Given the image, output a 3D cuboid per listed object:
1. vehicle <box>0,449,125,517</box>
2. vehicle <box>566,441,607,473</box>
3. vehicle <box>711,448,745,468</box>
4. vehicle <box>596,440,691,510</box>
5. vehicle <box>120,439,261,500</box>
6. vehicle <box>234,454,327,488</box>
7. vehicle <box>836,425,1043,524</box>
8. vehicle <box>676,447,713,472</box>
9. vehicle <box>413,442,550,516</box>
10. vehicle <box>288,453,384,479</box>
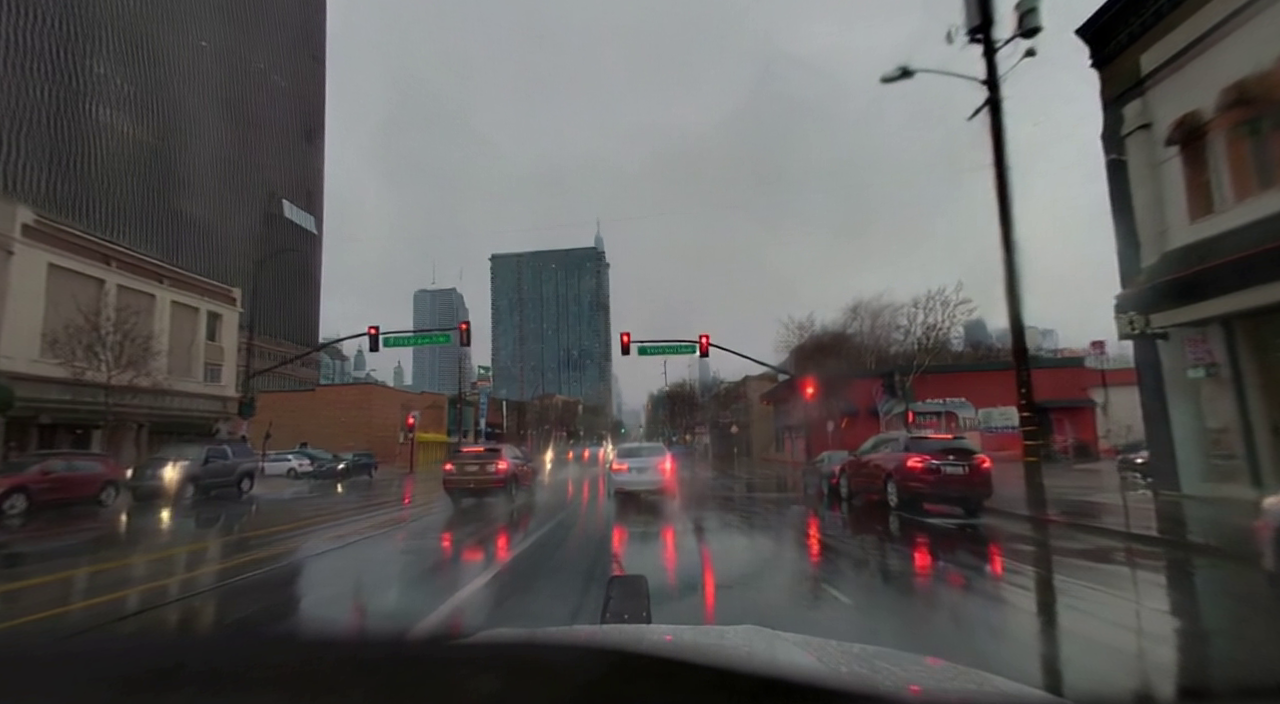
[{"bbox_3d":[-17.108,3.563,17.501,1.888,1.692,4.356,0,-9,0],"label":"vehicle"},{"bbox_3d":[-3.096,6.208,37.431,2.007,1.736,4.185,0,-9,1],"label":"vehicle"},{"bbox_3d":[6.849,8.308,49.409,1.944,1.462,4.406,0,-9,0],"label":"vehicle"},{"bbox_3d":[0.065,2.954,15.612,2.037,1.484,4.073,0,-9,0],"label":"vehicle"},{"bbox_3d":[-16.549,4.310,23.706,2.239,1.963,5.779,2,-9,-14],"label":"vehicle"},{"bbox_3d":[-17.207,5.686,30.439,1.774,1.436,4.473,0,-9,1],"label":"vehicle"},{"bbox_3d":[6.552,2.742,14.739,2.289,1.867,5.322,0,-9,1],"label":"vehicle"},{"bbox_3d":[3.415,6.844,40.472,2.047,1.463,4.514,0,-9,1],"label":"vehicle"},{"bbox_3d":[-3.431,2.823,14.562,1.950,1.450,4.257,0,-9,2],"label":"vehicle"},{"bbox_3d":[-18.874,7.057,39.174,5.163,1.510,2.174,-2,-9,15],"label":"vehicle"}]
